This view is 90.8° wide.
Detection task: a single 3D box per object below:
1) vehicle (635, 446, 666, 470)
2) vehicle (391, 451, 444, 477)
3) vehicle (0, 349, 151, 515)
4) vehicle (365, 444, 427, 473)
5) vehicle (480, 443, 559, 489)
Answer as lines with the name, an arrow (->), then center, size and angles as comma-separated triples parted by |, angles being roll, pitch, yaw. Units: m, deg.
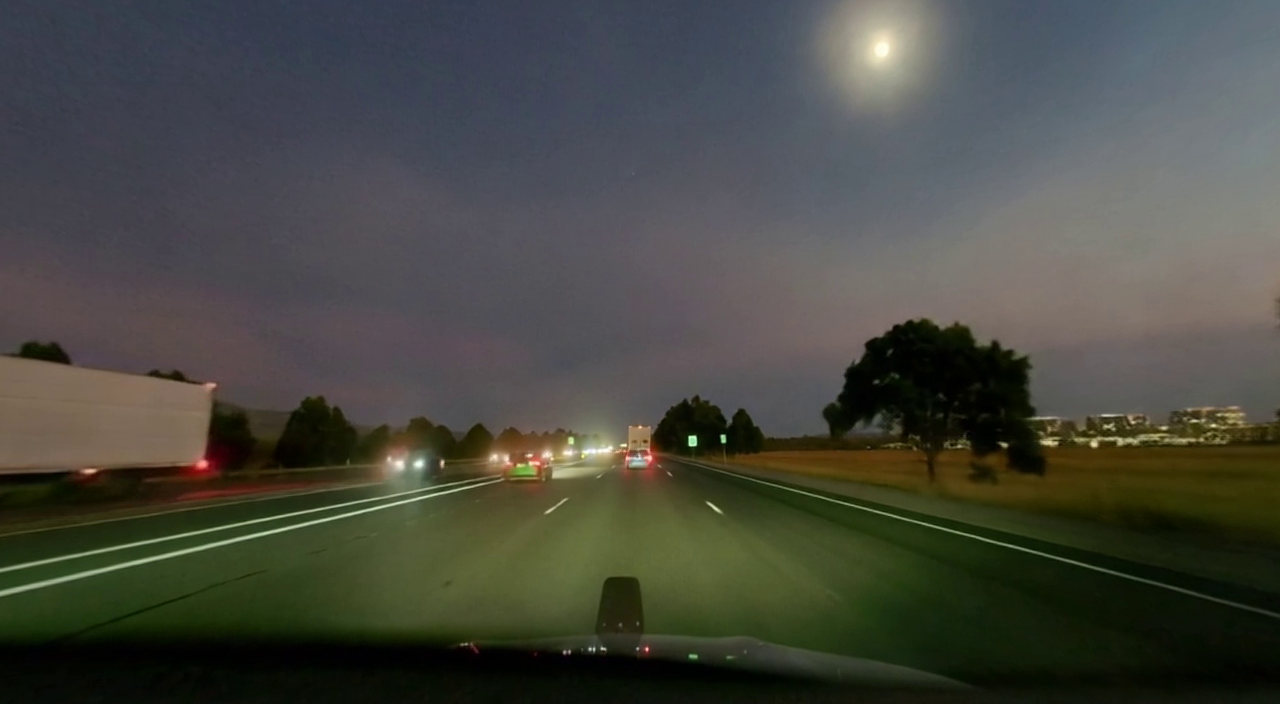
vehicle -> 0.673, 7.380, 44.089 | 1.992, 1.593, 3.937 | 0, -9, -1
vehicle -> -12.561, 6.329, 35.843 | 1.718, 1.426, 3.578 | 0, -9, 0
vehicle -> -17.120, 1.581, 13.024 | 2.889, 4.027, 13.945 | 0, -9, 0
vehicle -> -17.102, 7.486, 44.498 | 2.376, 1.864, 4.898 | 0, -9, 0
vehicle -> -4.337, 4.186, 23.437 | 2.172, 1.548, 3.953 | 0, -9, -1
